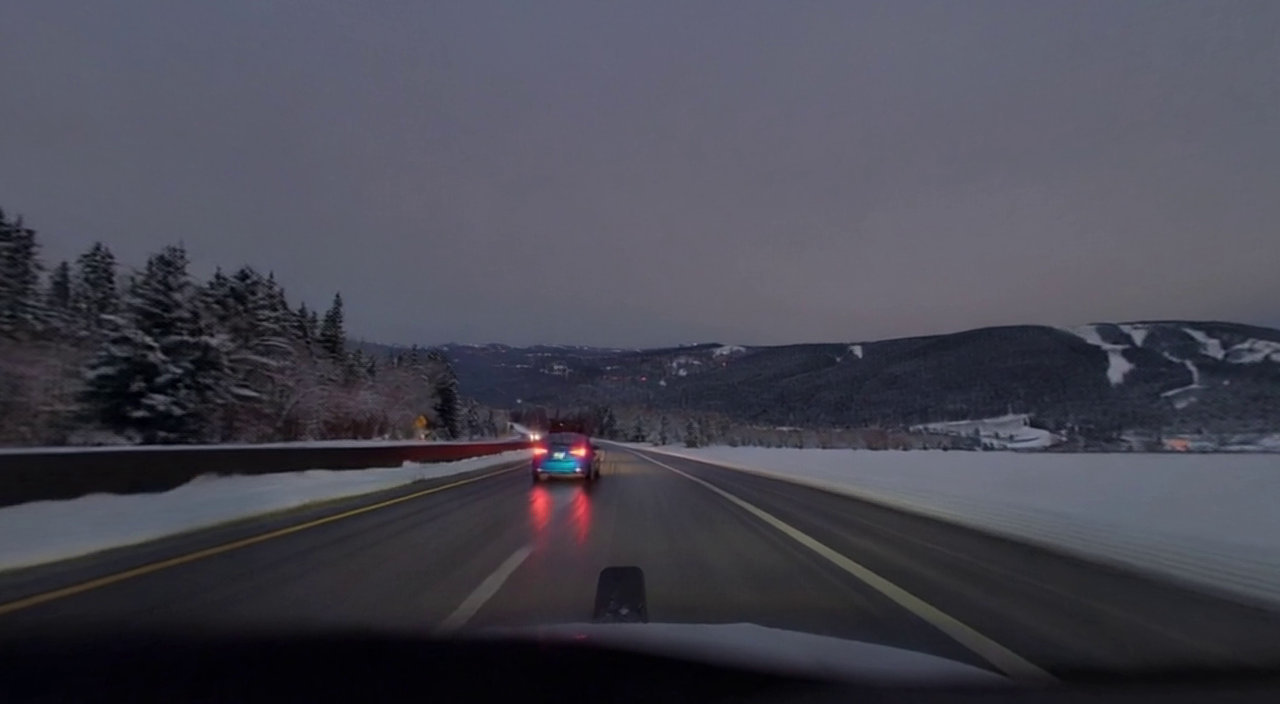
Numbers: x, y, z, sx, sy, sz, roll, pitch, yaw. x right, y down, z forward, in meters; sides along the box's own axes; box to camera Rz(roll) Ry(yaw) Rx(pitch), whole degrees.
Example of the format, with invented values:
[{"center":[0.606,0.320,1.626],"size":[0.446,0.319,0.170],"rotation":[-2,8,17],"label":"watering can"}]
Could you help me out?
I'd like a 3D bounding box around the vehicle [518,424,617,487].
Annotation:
[{"center":[-1.850,2.825,17.585],"size":[2.097,1.511,4.585],"rotation":[0,-8,2],"label":"vehicle"}]
